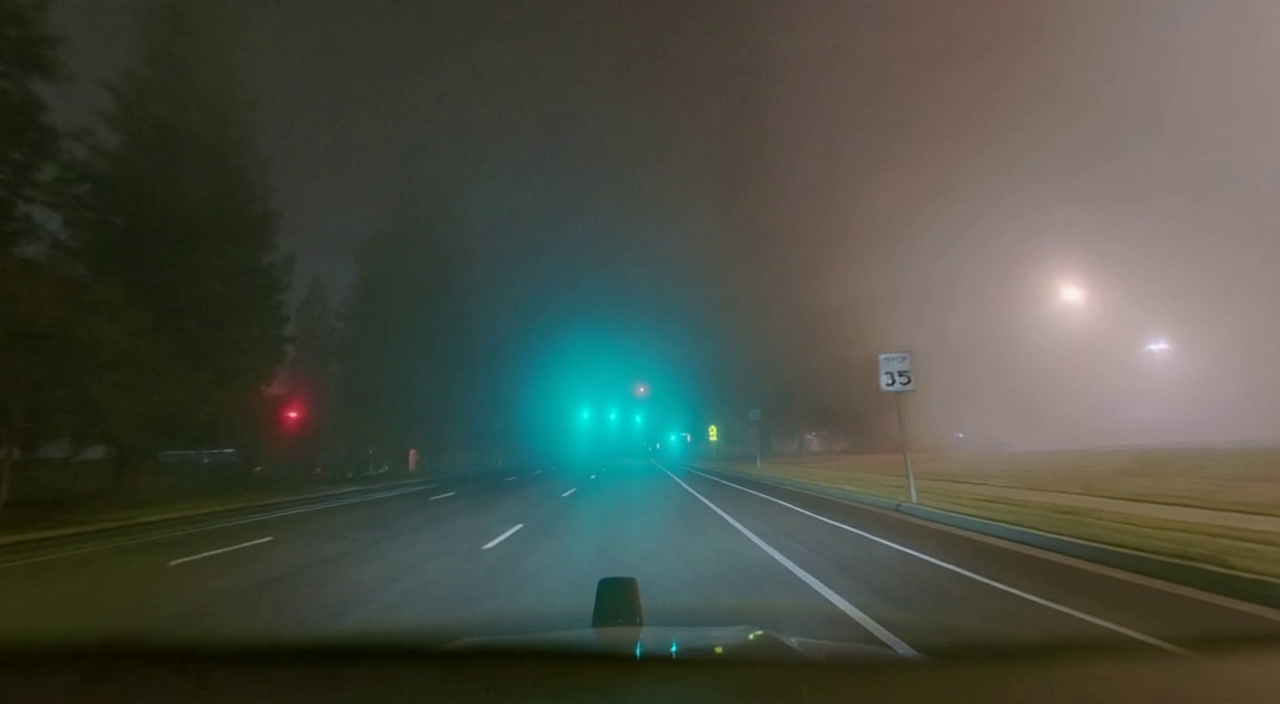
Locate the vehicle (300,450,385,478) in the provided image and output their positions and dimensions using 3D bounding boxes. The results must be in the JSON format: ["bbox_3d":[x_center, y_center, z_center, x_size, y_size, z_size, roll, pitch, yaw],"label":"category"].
[{"bbox_3d":[-20.830,7.843,44.392,4.849,1.899,2.063,1,-9,-5],"label":"vehicle"}]
